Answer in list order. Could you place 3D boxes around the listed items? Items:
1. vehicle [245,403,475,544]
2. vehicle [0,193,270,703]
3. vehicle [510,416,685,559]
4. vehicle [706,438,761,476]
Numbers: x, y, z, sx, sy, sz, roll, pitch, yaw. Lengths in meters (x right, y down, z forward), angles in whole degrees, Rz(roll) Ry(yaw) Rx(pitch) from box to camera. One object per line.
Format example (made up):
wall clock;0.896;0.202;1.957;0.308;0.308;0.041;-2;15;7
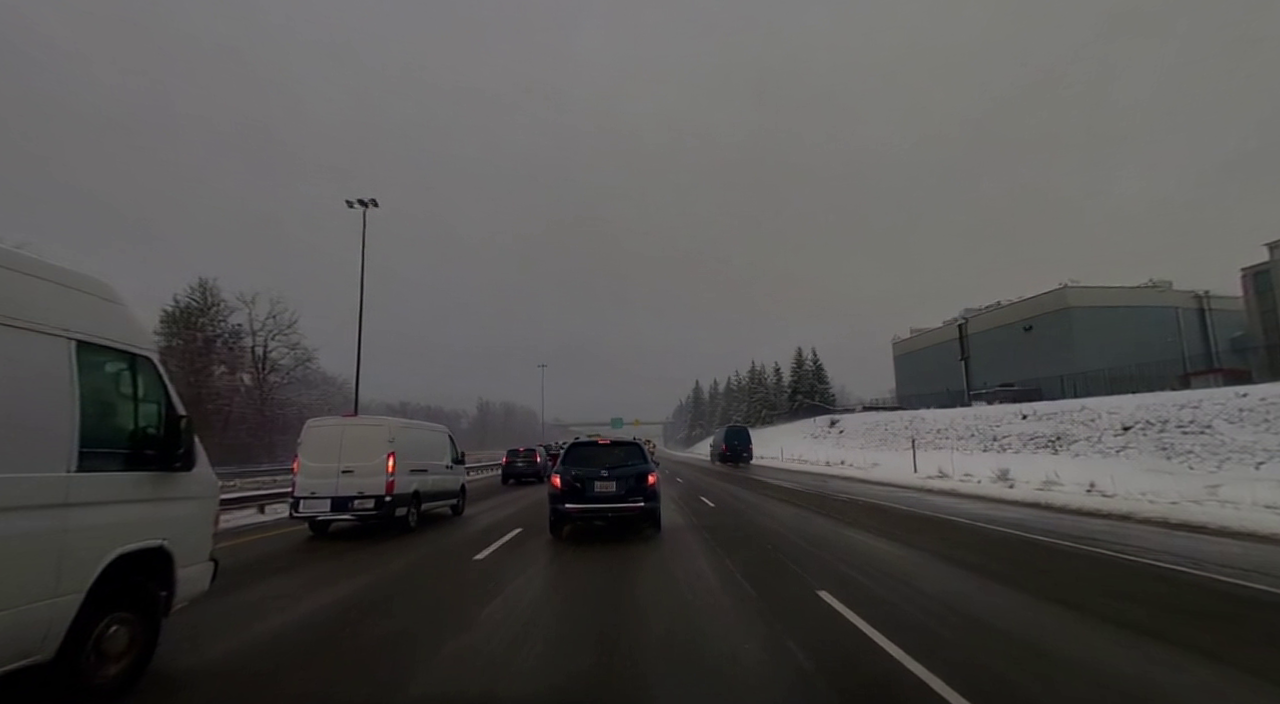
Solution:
vehicle;-4.604;2.086;11.329;2.043;1.987;4.486;0;-9;0
vehicle;-4.444;0.316;2.014;2.248;2.626;6.837;0;-9;1
vehicle;-0.493;1.926;9.510;2.093;1.695;3.782;0;-9;1
vehicle;4.493;5.147;30.998;2.003;1.754;4.134;0;-9;-1
